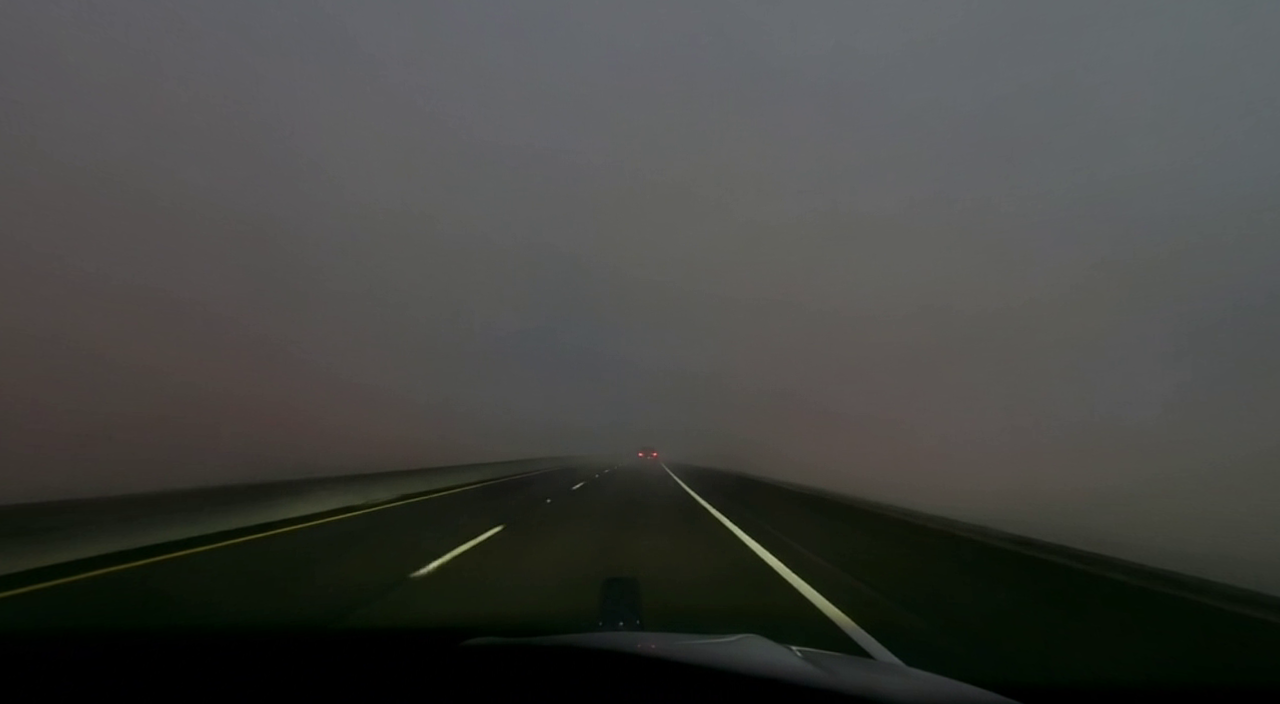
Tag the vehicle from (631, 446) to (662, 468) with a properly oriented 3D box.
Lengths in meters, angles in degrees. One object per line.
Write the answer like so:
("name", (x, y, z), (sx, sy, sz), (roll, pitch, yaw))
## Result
("vehicle", (0.527, 7.866, 47.375), (2.221, 1.603, 4.149), (0, -9, 1))
